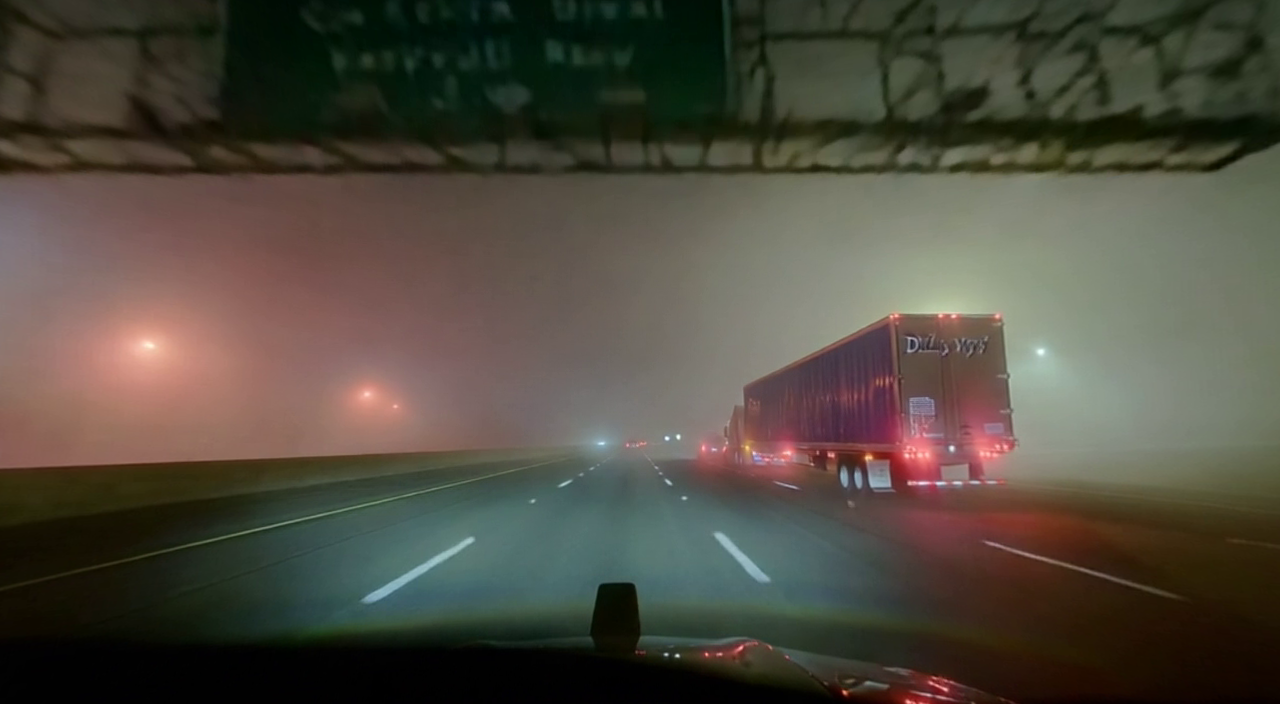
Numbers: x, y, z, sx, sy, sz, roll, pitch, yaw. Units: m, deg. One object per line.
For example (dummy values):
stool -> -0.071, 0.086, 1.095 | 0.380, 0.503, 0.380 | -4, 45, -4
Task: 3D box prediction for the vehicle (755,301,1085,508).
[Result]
vehicle -> 6.749, 2.128, 20.095 | 2.962, 3.947, 16.241 | 0, -8, -1
